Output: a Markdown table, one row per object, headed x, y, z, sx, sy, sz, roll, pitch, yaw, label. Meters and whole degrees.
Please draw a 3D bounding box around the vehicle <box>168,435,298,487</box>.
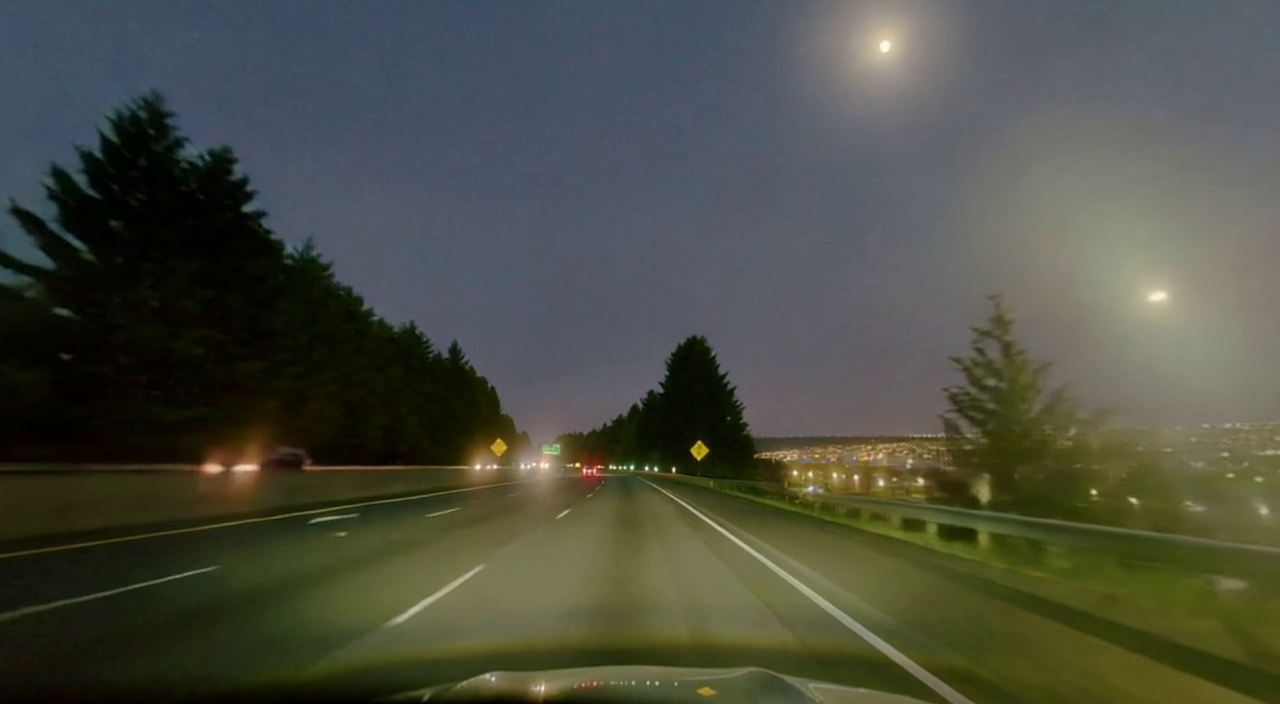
| x | y | z | sx | sy | sz | roll | pitch | yaw | label |
| --- | --- | --- | --- | --- | --- | --- | --- | --- | --- |
| -16.680 | 4.560 | 26.219 | 2.120 | 1.902 | 4.900 | 1 | -10 | -1 | vehicle |
